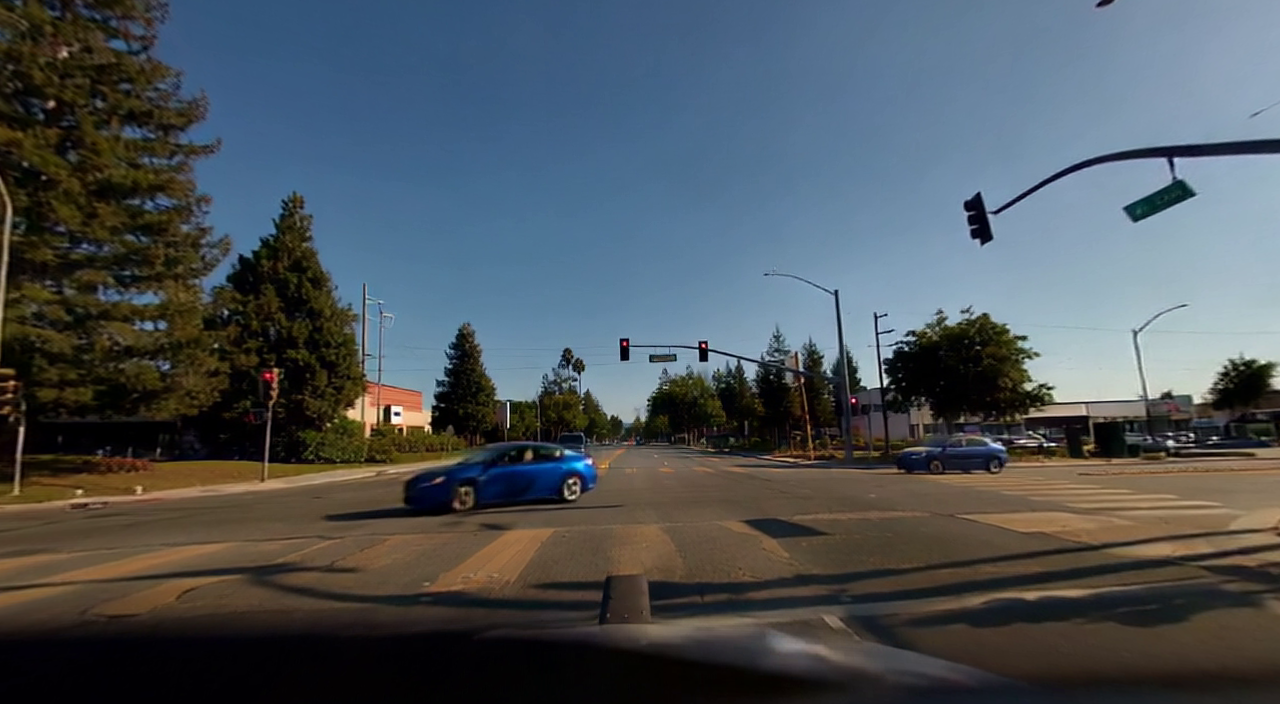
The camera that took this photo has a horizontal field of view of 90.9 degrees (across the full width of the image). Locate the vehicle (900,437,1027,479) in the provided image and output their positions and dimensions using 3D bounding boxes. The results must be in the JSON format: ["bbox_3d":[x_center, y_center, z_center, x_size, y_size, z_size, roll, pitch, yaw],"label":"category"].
[{"bbox_3d":[12.670,4.121,24.689,4.377,1.523,1.877,3,-9,-20],"label":"vehicle"}]

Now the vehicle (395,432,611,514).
[{"bbox_3d":[-2.790,2.561,13.897,1.864,1.482,4.528,-6,-10,35],"label":"vehicle"}]
